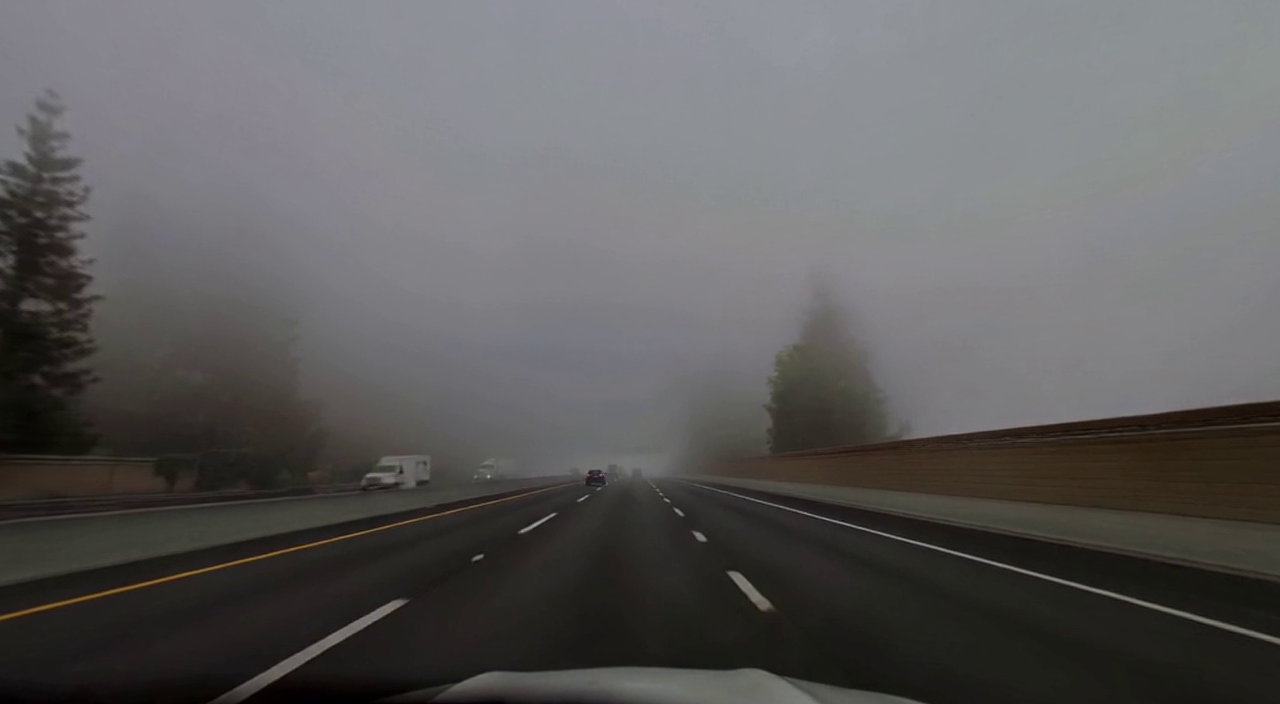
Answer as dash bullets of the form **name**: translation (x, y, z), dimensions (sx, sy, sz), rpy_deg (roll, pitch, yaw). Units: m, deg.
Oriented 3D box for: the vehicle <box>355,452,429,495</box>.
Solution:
- **vehicle**: translation (-17.285, 8.511, 44.454), dimensions (2.485, 2.734, 6.652), rpy_deg (1, -10, -1)
